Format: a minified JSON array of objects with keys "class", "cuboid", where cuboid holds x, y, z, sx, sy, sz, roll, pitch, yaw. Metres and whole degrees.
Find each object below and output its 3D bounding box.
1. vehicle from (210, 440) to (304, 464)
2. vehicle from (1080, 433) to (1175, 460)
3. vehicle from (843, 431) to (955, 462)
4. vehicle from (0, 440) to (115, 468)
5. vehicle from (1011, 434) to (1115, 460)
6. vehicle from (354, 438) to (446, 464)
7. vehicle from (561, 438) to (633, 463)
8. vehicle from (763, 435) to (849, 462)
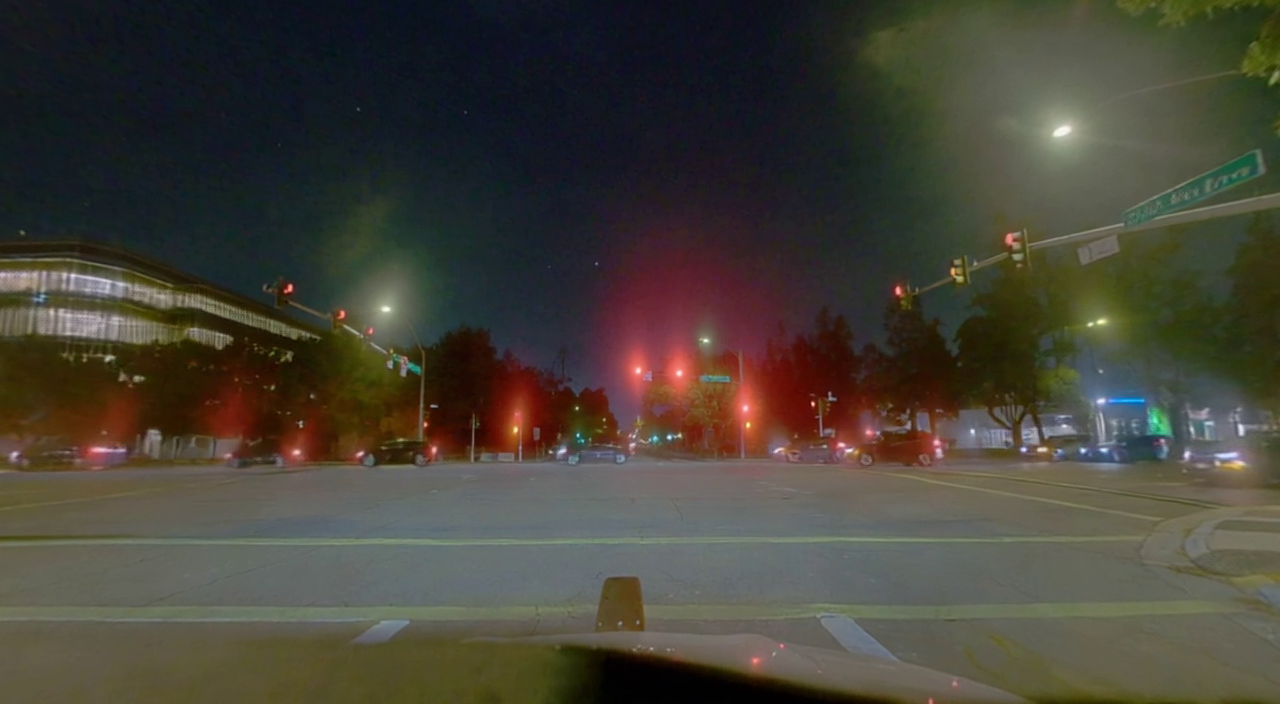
[{"class":"vehicle","cuboid":[-24.353,6.395,40.299,4.759,1.445,1.865,0,-9,0]},{"class":"vehicle","cuboid":[31.167,6.047,40.492,4.488,1.667,1.869,0,-9,0]},{"class":"vehicle","cuboid":[16.260,5.959,39.905,6.133,1.833,2.155,0,-9,0]},{"class":"vehicle","cuboid":[-31.203,5.425,33.747,4.629,1.423,1.833,0,-9,0]},{"class":"vehicle","cuboid":[24.659,5.577,36.949,4.724,1.452,1.870,0,-9,0]},{"class":"vehicle","cuboid":[-13.892,5.763,36.682,4.631,1.435,1.715,0,-9,0]},{"class":"vehicle","cuboid":[-2.682,6.279,40.321,4.443,1.472,1.794,0,-9,1]},{"class":"vehicle","cuboid":[9.588,5.612,36.732,4.519,1.476,1.767,0,-9,0]}]
